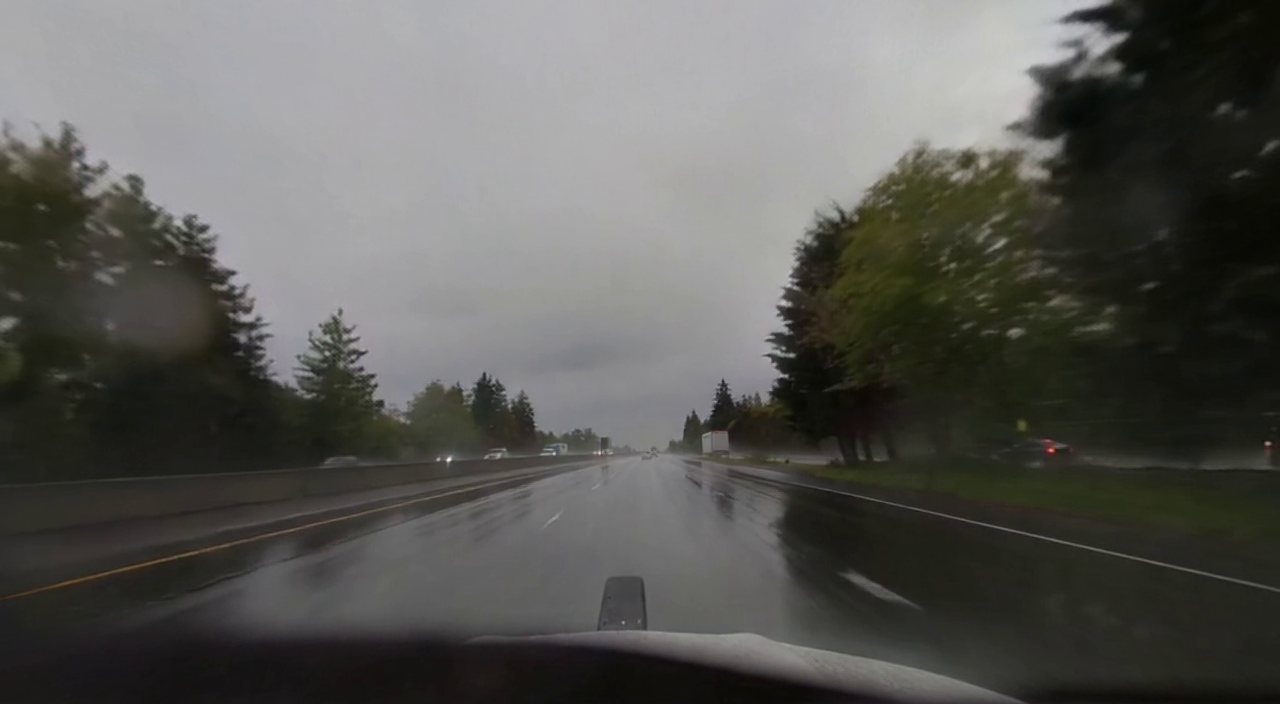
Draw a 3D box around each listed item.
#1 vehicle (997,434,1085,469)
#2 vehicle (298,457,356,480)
[{"bbox_3d":[22.292,5.566,35.214,2.038,1.823,3.744,1,-9,-8],"label":"vehicle"},{"bbox_3d":[-23.825,8.873,48.147,1.961,1.576,4.648,0,-9,2],"label":"vehicle"}]
